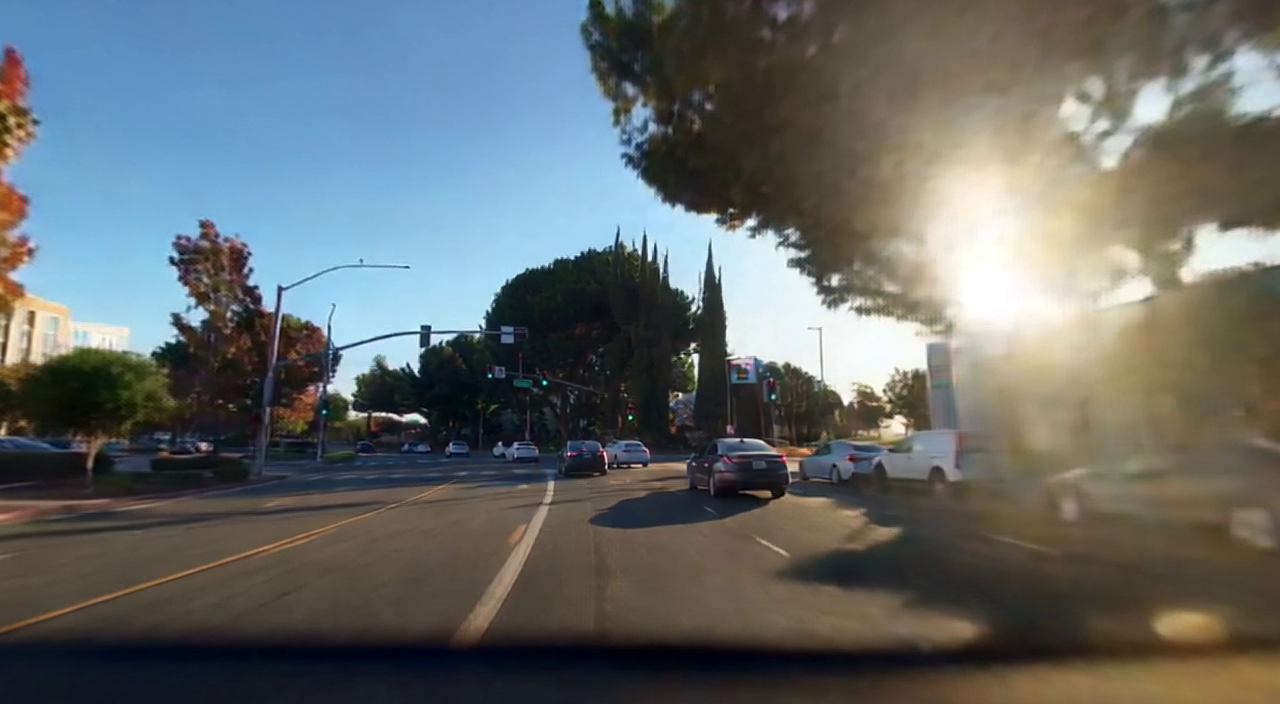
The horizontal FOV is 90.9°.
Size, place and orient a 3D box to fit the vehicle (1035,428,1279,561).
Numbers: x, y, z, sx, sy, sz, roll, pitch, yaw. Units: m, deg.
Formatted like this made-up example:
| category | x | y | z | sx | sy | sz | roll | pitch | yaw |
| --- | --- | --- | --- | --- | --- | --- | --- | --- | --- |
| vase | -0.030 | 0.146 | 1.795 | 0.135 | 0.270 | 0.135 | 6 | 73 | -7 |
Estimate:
| category | x | y | z | sx | sy | sz | roll | pitch | yaw |
| --- | --- | --- | --- | --- | --- | --- | --- | --- | --- |
| vehicle | 7.781 | 1.766 | 8.336 | 1.903 | 1.432 | 4.514 | 1 | -8 | -5 |

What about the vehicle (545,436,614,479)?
| category | x | y | z | sx | sy | sz | roll | pitch | yaw |
| --- | --- | --- | --- | --- | --- | --- | --- | --- | --- |
| vehicle | -2.566 | 4.232 | 25.557 | 2.308 | 1.535 | 4.811 | 2 | -9 | -11 |

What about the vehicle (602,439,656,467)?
| category | x | y | z | sx | sy | sz | roll | pitch | yaw |
| --- | --- | --- | --- | --- | --- | --- | --- | --- | --- |
| vehicle | -0.700 | 5.584 | 35.033 | 1.957 | 1.463 | 4.701 | 2 | -9 | -14 |

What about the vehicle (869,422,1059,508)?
| category | x | y | z | sx | sy | sz | roll | pitch | yaw |
| --- | --- | --- | --- | --- | --- | --- | --- | --- | --- |
| vehicle | 7.067 | 2.492 | 14.339 | 1.825 | 1.646 | 4.070 | 1 | -8 | -6 |

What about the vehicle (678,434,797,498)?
| category | x | y | z | sx | sy | sz | roll | pitch | yaw |
| --- | --- | --- | --- | --- | --- | --- | --- | --- | --- |
| vehicle | 2.447 | 3.010 | 17.107 | 1.984 | 1.476 | 4.488 | 1 | -8 | -8 |
